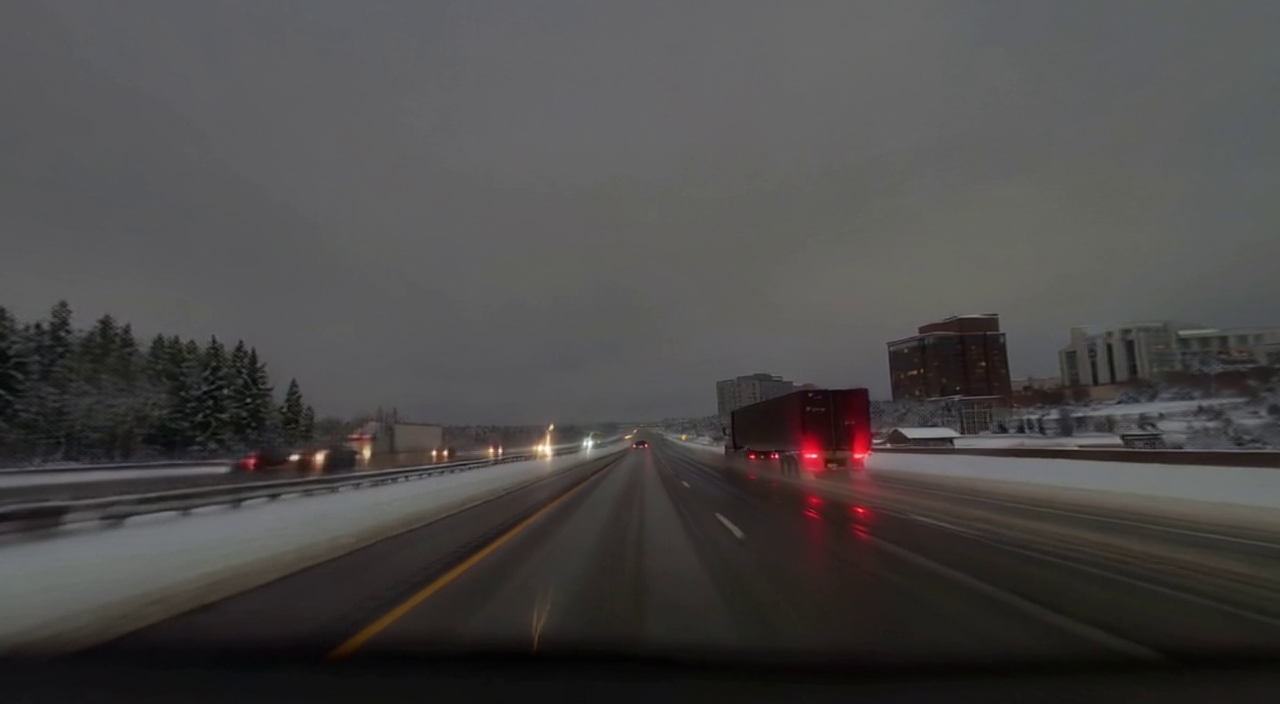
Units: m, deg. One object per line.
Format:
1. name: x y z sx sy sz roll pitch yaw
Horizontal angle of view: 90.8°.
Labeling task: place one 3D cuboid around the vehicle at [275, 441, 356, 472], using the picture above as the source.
1. vehicle: -21.700 6.985 42.561 2.260 1.879 5.773 0 -8 1

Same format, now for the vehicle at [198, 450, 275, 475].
1. vehicle: -25.597 7.012 40.275 1.857 1.478 4.545 0 -8 1

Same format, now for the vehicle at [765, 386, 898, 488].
1. vehicle: 6.845 3.264 24.044 2.793 3.204 7.997 0 -8 2
